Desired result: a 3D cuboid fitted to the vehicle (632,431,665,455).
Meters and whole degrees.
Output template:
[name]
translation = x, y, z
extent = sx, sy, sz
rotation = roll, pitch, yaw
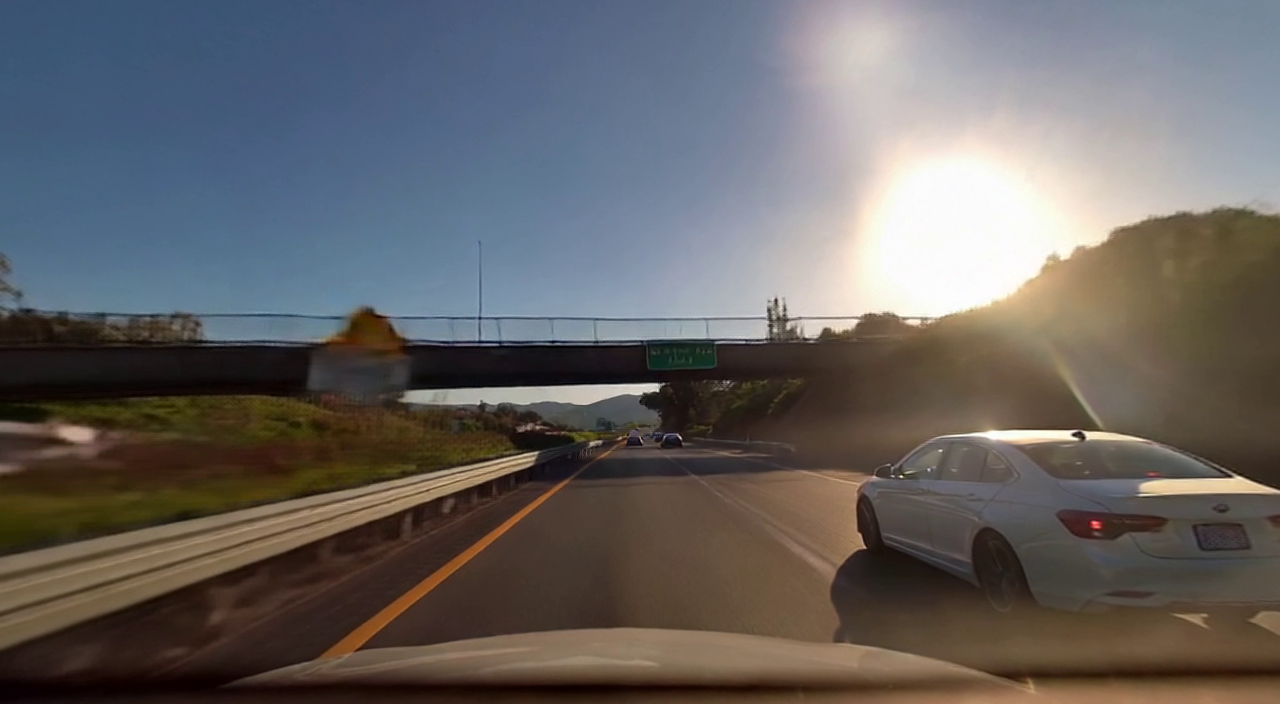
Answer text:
[vehicle]
translation = 0.533, 6.056, 42.024
extent = 1.981, 1.490, 3.449
rotation = 0, -8, -2
